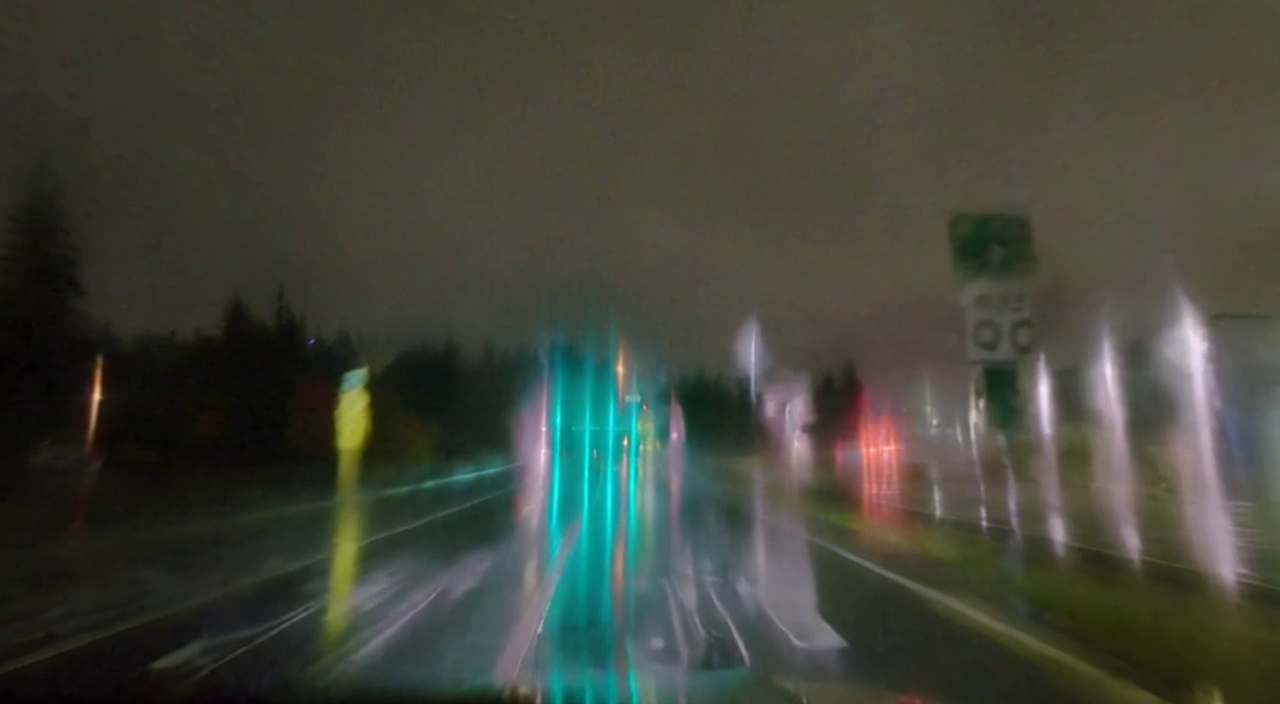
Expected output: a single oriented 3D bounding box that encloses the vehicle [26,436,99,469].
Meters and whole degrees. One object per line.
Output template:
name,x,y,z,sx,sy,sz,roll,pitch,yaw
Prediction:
vehicle,-28.104,4.869,30.473,3.733,1.499,1.704,-7,-11,35
